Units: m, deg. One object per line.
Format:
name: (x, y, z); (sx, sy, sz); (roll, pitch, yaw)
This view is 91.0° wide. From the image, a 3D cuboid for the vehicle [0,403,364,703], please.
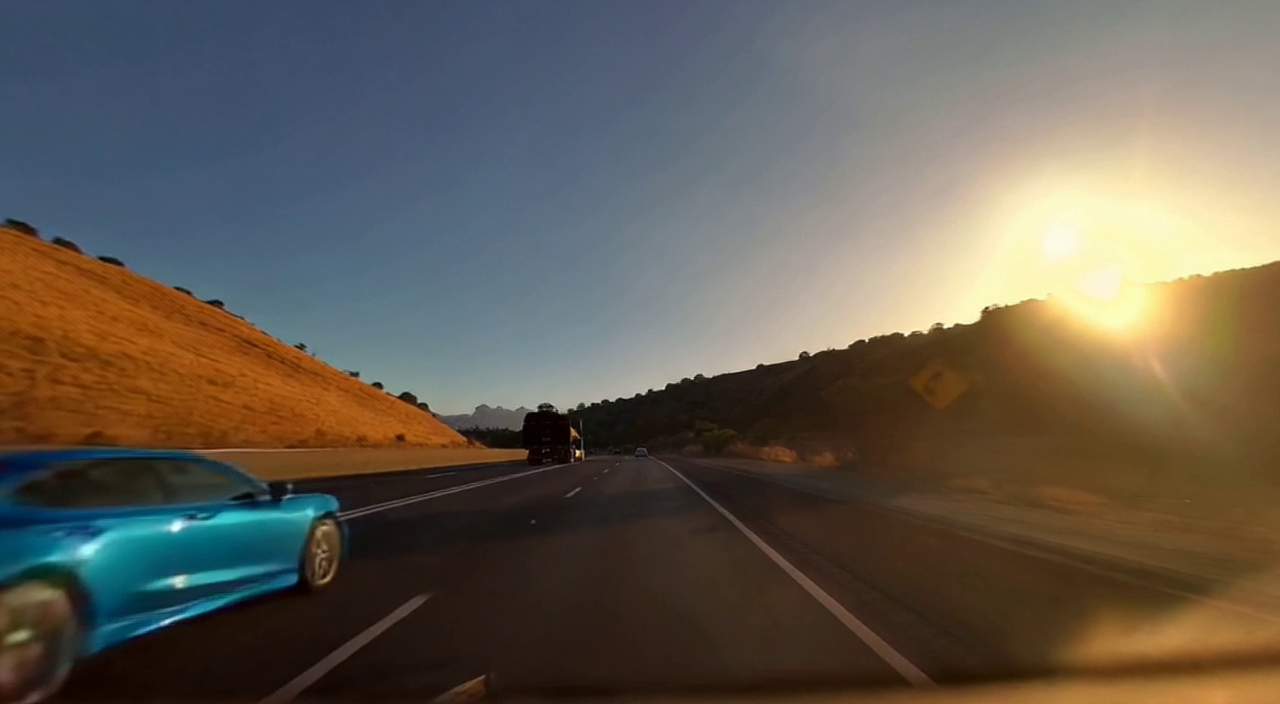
vehicle: (-3.919, 1.214, 4.051); (2.038, 1.596, 4.769); (0, -8, 1)
